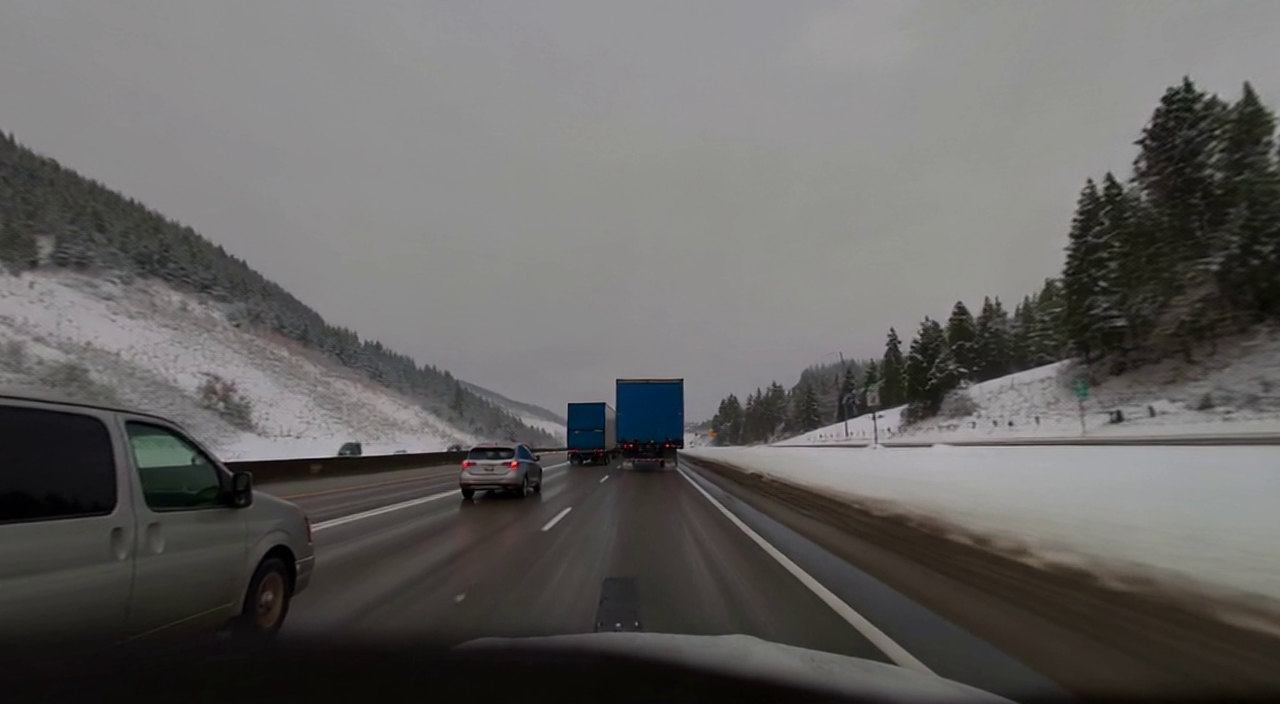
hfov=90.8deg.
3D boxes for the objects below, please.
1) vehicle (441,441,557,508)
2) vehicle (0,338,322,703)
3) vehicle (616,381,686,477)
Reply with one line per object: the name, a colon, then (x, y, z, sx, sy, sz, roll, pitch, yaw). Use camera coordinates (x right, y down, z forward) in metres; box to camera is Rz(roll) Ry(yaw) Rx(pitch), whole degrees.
vehicle: (-3.359, 2.982, 15.929, 1.950, 1.446, 4.224, 0, -8, 0)
vehicle: (-3.783, 0.852, 2.773, 2.136, 1.779, 4.875, 0, -8, 1)
vehicle: (0.617, 4.002, 31.860, 2.913, 3.988, 10.874, 0, -8, 2)
